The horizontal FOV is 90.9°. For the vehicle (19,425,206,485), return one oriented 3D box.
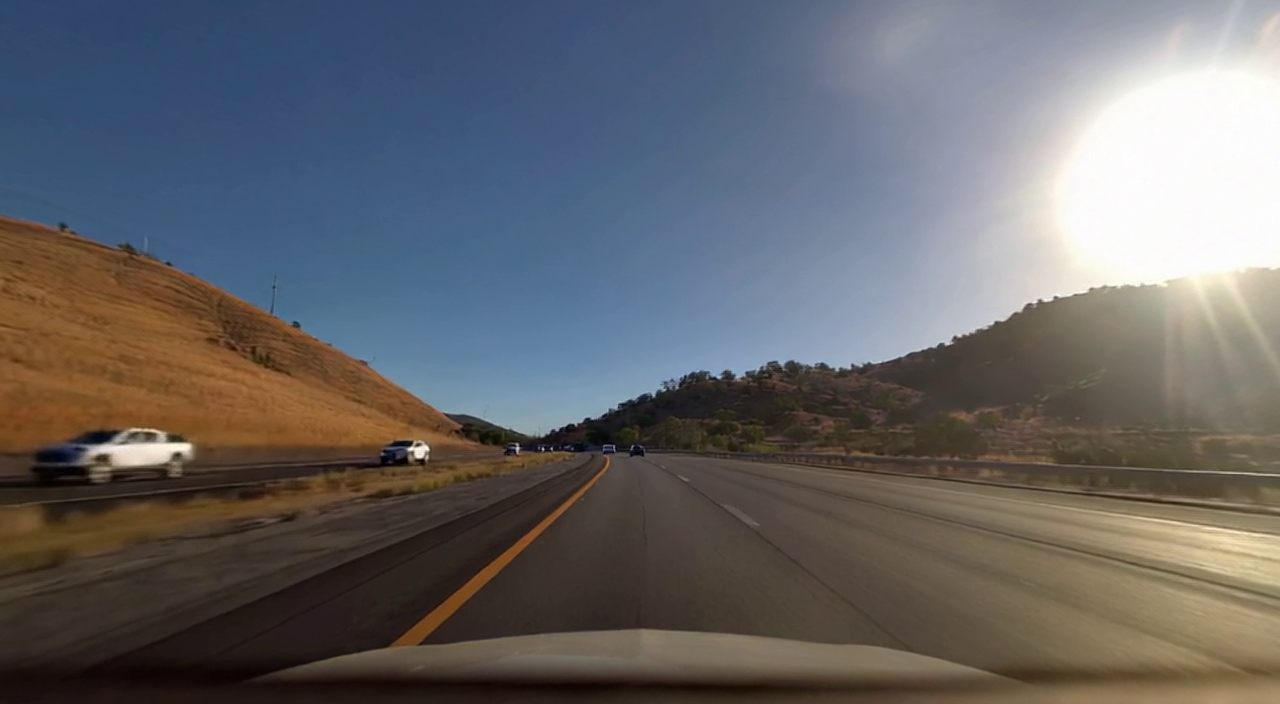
[{"bbox_3d":[-17.784,3.501,21.714,2.130,1.800,4.990,0,-8,0],"label":"vehicle"}]

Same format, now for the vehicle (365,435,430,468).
[{"bbox_3d":[-14.359,5.908,37.645,2.104,1.809,4.539,0,-8,-1],"label":"vehicle"}]
